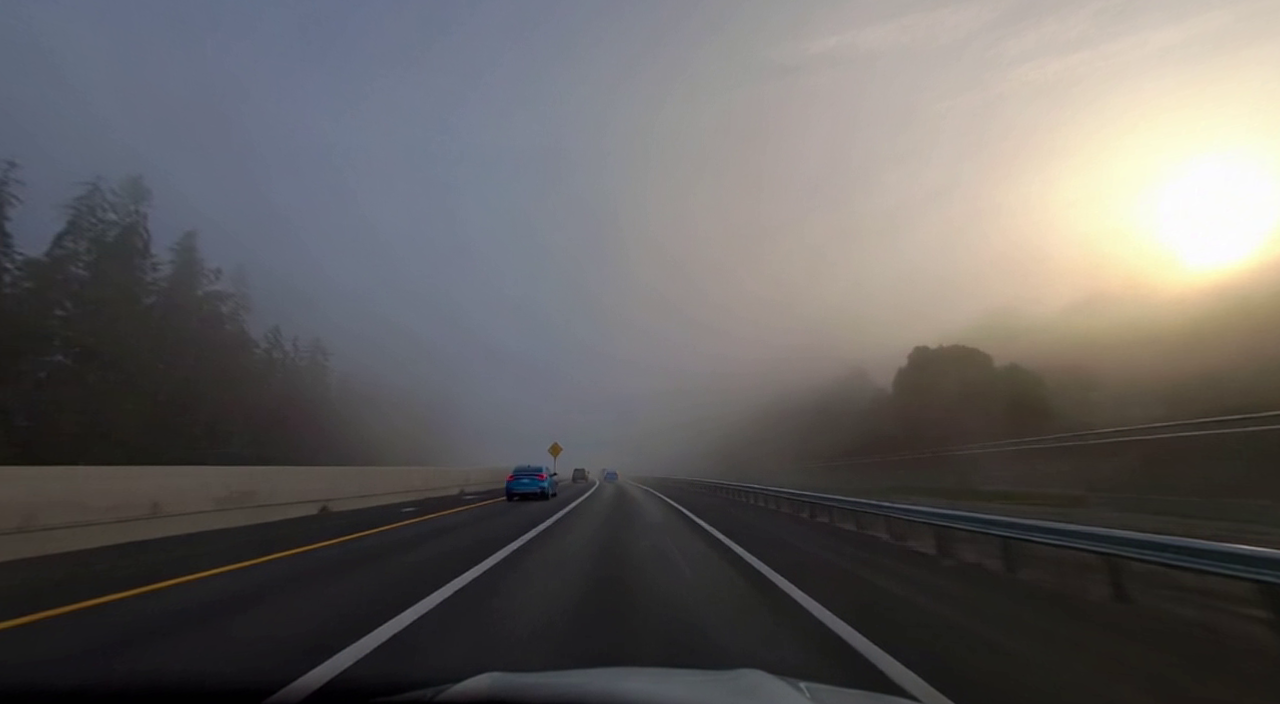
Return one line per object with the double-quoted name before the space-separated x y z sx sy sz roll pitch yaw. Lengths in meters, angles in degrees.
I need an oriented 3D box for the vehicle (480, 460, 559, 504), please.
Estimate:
"vehicle" -4.793 5.297 25.881 2.328 1.559 5.041 1 -11 -1
